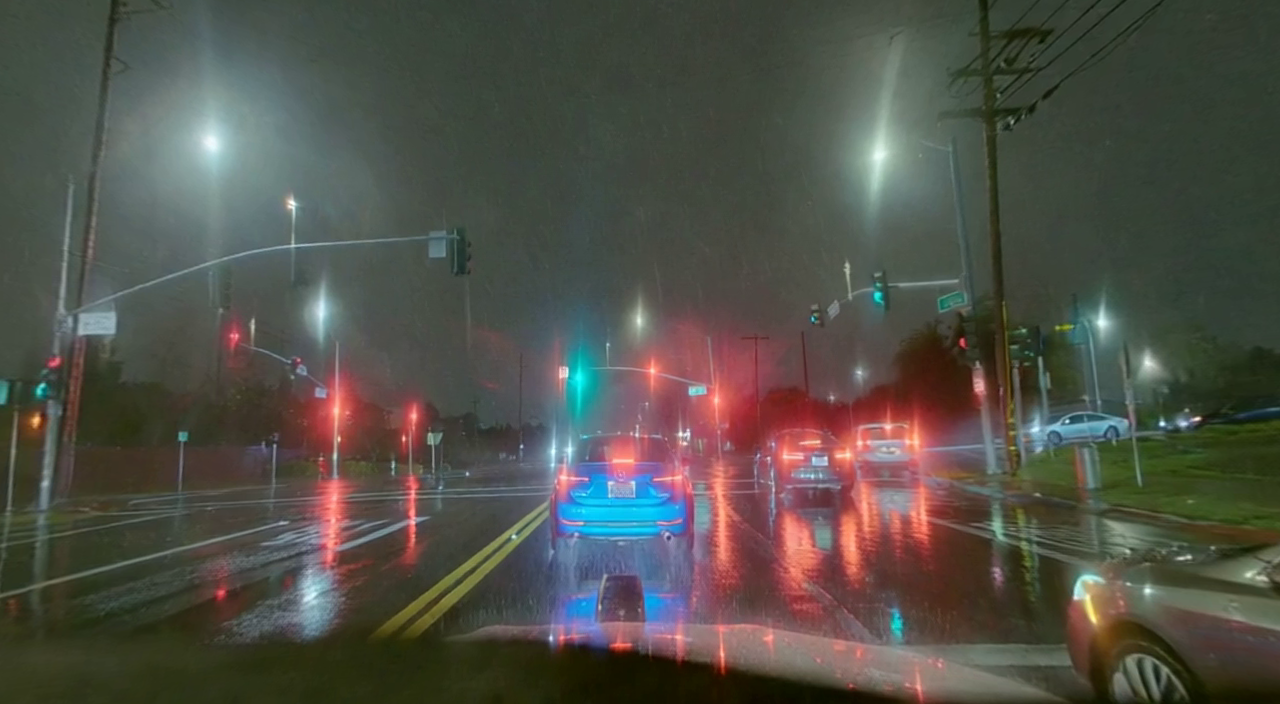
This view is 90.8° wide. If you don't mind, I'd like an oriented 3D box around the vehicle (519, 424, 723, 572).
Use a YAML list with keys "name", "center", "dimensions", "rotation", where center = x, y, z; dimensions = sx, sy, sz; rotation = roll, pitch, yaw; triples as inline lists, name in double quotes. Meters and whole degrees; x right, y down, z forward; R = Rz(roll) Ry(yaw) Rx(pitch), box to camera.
- name: "vehicle"
  center: [-0.225, 1.793, 8.581]
  dimensions: [2.061, 1.485, 4.196]
  rotation: [0, -8, -1]

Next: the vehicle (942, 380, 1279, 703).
- name: "vehicle"
  center: [2.925, 0.882, 2.232]
  dimensions: [1.860, 1.494, 3.707]
  rotation: [0, -8, 0]
